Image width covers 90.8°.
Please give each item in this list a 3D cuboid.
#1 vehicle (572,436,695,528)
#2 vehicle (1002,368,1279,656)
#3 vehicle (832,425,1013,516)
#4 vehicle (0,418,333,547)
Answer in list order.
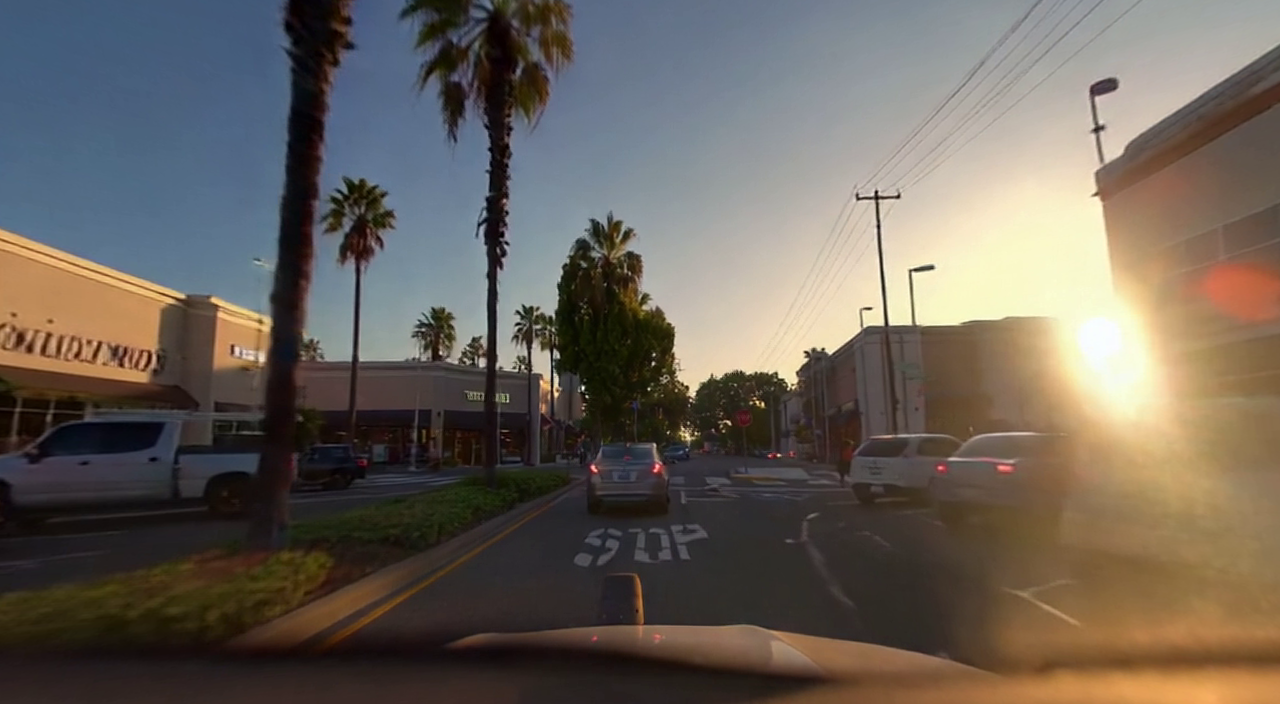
[{"bbox_3d":[0.035,2.435,12.416,2.031,1.479,3.969,-1,-9,4],"label":"vehicle"},{"bbox_3d":[5.602,1.244,5.699,5.021,1.721,2.244,7,-11,-38],"label":"vehicle"},{"bbox_3d":[6.358,2.532,13.956,4.623,1.650,1.937,8,-12,-43],"label":"vehicle"},{"bbox_3d":[-10.141,2.363,12.269,6.873,2.051,2.823,7,-10,-44],"label":"vehicle"}]
